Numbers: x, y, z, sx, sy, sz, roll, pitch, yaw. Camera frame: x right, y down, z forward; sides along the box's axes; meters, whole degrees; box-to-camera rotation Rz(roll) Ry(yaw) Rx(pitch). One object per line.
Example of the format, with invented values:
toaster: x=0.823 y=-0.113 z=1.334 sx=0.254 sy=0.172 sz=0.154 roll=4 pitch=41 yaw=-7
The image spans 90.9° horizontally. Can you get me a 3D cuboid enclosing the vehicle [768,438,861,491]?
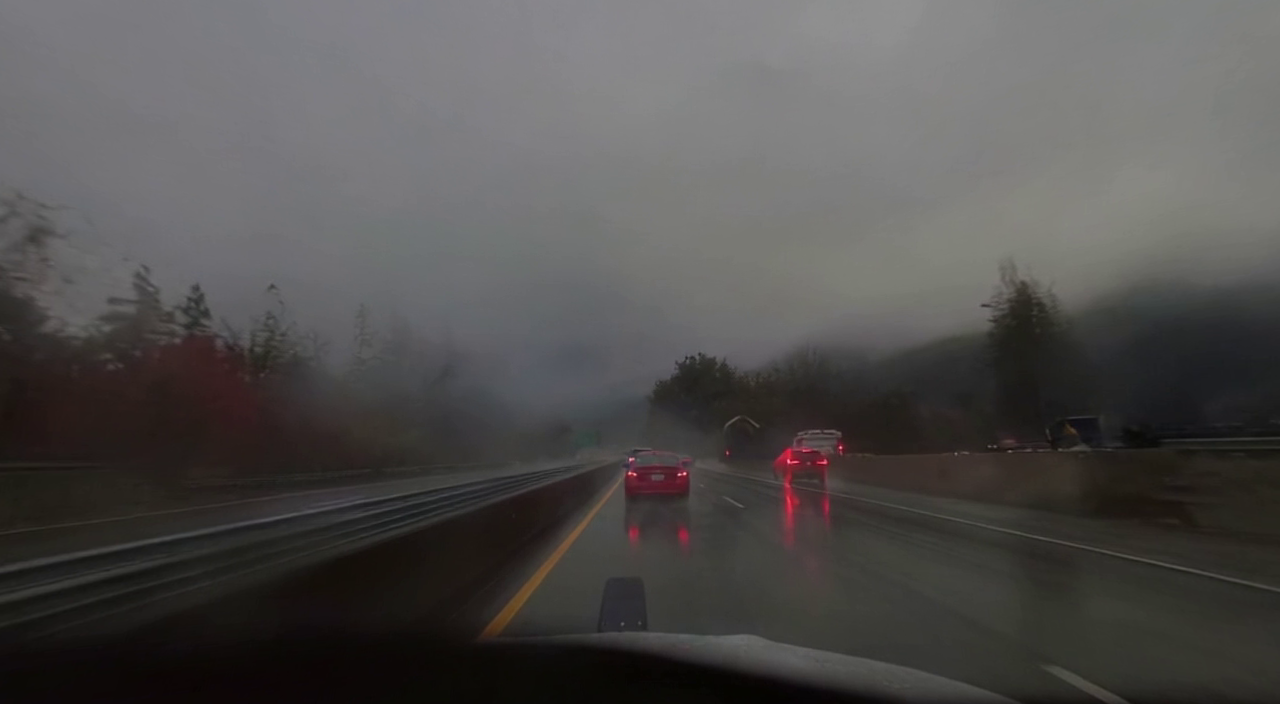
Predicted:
vehicle: x=6.570 y=4.288 z=24.295 sx=2.177 sy=1.827 sz=4.565 roll=0 pitch=-9 yaw=-1

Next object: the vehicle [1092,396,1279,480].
vehicle: x=31.818 y=4.766 z=34.198 sx=2.822 sy=3.996 sz=14.073 roll=1 pitch=-9 yaw=-6

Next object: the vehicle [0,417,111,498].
vehicle: x=-33.278 y=5.687 z=33.793 sx=2.902 sy=3.981 sz=7.819 roll=-3 pitch=-8 yaw=1

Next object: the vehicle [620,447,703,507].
vehicle: x=0.526 y=3.446 z=17.775 sx=2.076 sy=1.485 sz=3.774 roll=0 pitch=-9 yaw=0

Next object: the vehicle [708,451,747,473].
vehicle: x=6.141 y=7.763 z=44.574 sx=2.015 sy=1.454 sz=4.324 roll=0 pitch=-9 yaw=-2
